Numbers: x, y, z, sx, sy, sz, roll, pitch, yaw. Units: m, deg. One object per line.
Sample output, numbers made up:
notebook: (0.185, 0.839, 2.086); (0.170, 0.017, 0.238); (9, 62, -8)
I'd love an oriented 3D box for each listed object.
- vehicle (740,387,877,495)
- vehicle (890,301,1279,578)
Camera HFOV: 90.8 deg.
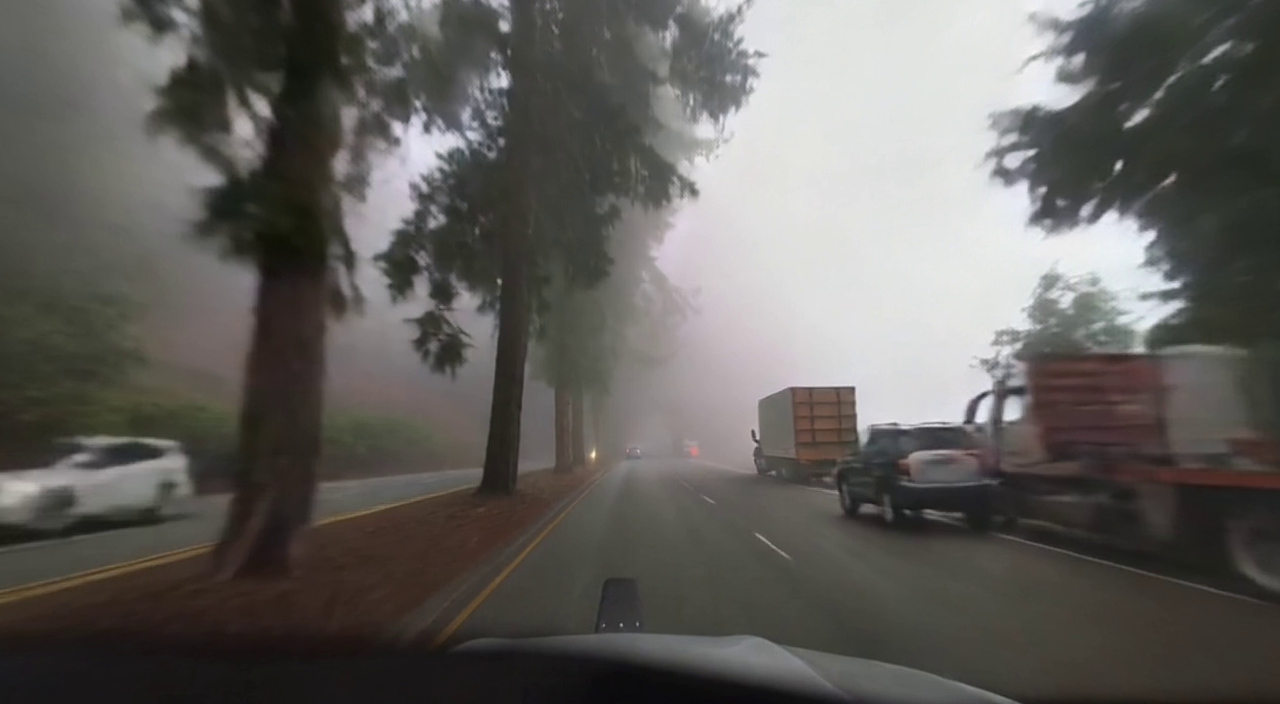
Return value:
vehicle: (6.235, 3.607, 25.738); (2.664, 3.418, 11.107); (0, -8, 1)
vehicle: (6.451, 1.255, 9.102); (2.390, 2.899, 4.603); (5, -10, -34)
